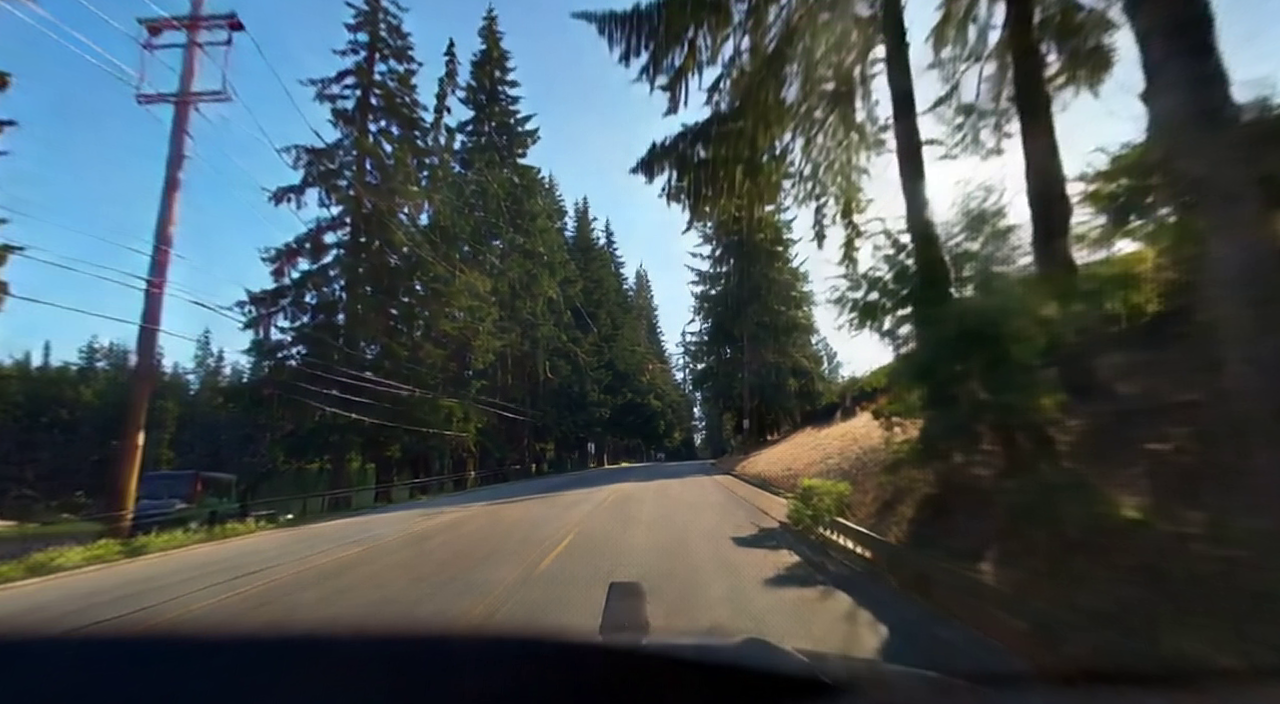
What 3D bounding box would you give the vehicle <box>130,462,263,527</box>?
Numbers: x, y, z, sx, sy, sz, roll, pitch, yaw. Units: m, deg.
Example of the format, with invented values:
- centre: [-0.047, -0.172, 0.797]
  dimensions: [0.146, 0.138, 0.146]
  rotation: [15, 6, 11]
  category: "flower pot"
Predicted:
- centre: [-13.680, 4.354, 19.794]
  dimensions: [2.058, 1.654, 4.273]
  rotation: [2, -9, -16]
  category: "vehicle"
